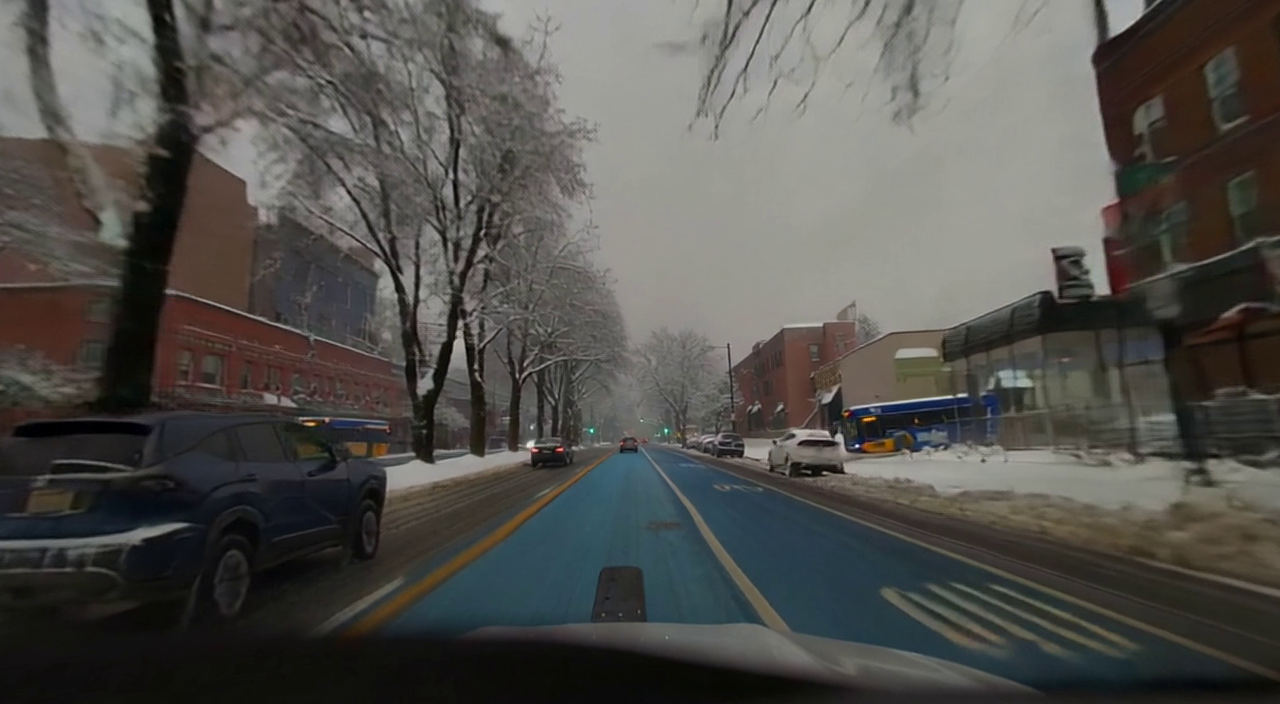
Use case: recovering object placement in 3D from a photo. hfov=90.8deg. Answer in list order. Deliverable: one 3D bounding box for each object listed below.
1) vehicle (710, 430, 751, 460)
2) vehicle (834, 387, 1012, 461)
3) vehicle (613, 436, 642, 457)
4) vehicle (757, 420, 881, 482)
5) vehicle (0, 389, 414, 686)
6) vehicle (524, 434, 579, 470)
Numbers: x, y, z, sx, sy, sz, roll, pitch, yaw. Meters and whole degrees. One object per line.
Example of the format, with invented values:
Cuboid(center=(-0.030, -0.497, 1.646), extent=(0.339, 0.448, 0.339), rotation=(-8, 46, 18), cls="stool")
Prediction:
Cuboid(center=(5.842, 6.042, 41.225), extent=(1.945, 1.829, 4.305), rotation=(0, -8, -2), cls="vehicle")
Cuboid(center=(14.789, 3.805, 33.495), extent=(7.722, 2.908, 3.067), rotation=(-6, -7, -4), cls="vehicle")
Cuboid(center=(-0.928, 6.990, 46.733), extent=(1.999, 1.520, 3.896), rotation=(0, -8, -1), cls="vehicle")
Cuboid(center=(5.876, 3.385, 21.785), extent=(2.390, 1.816, 6.050), rotation=(0, -8, -1), cls="vehicle")
Cuboid(center=(-3.779, 1.276, 5.532), extent=(1.995, 1.524, 4.438), rotation=(0, -8, -1), cls="vehicle")
Cuboid(center=(-4.002, 4.600, 29.171), extent=(1.934, 1.522, 4.287), rotation=(0, -8, 0), cls="vehicle")
